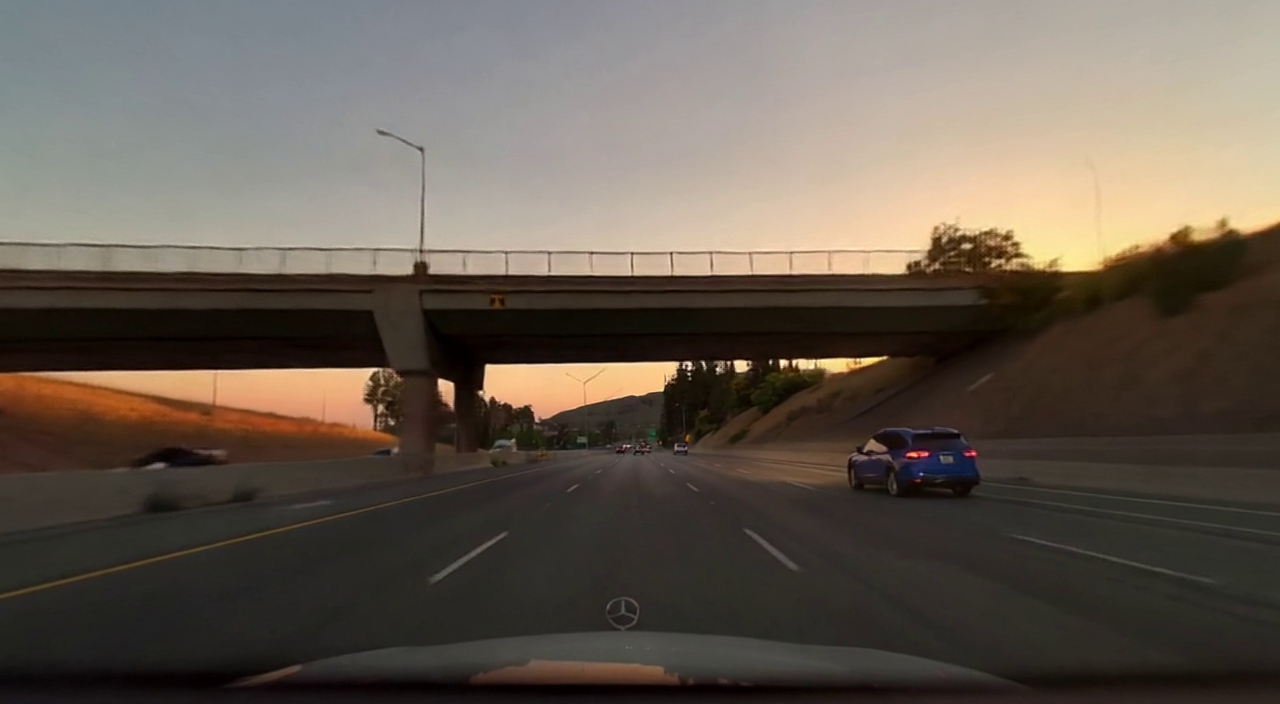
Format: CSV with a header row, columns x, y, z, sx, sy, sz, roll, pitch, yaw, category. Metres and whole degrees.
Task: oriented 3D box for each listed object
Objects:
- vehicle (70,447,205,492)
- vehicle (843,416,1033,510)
x,y,z,sx,sy,sz,roll,pitch,yaw,category
-21.842,5.092,27.743,2.003,1.762,4.737,0,-8,0,vehicle
6.857,2.610,15.273,2.222,1.899,4.595,0,-9,-1,vehicle
